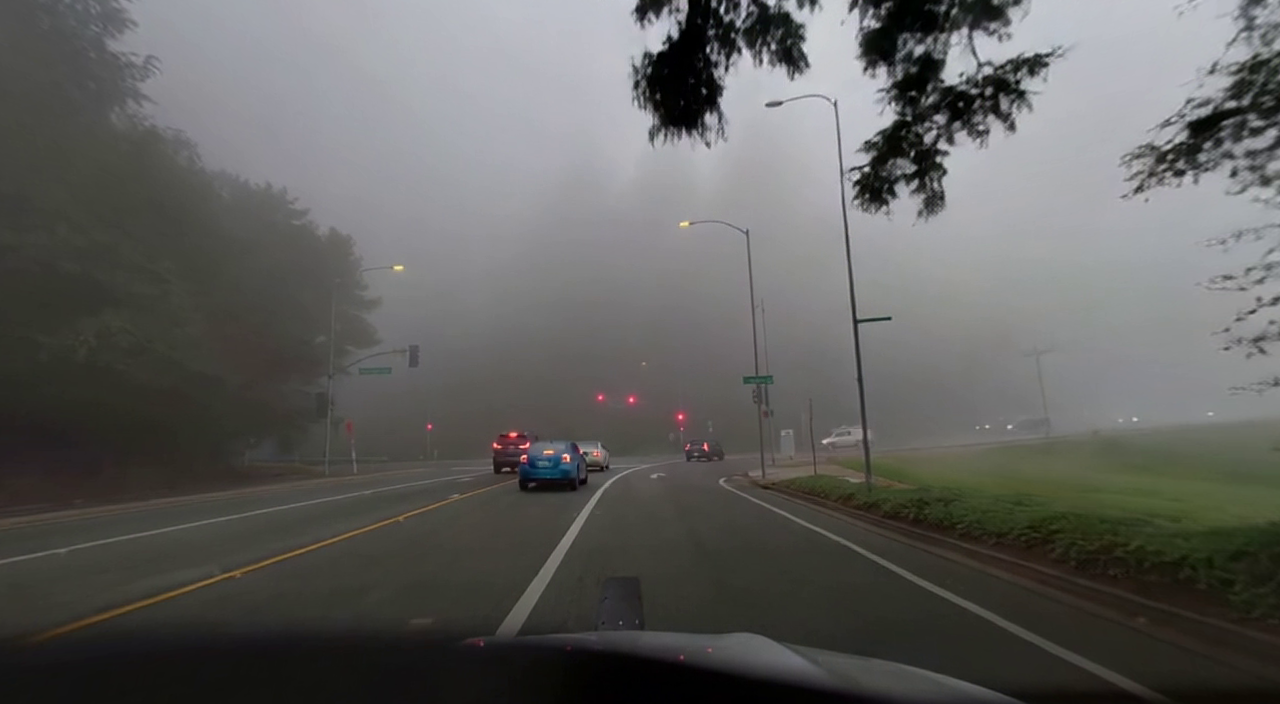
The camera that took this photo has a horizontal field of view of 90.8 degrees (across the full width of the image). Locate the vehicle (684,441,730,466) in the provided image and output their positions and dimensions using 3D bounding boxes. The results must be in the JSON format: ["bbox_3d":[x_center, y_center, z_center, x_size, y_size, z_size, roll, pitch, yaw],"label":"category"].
[{"bbox_3d":[4.049,6.020,37.665,1.945,1.410,4.284,-3,-9,17],"label":"vehicle"}]

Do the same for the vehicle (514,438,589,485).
[{"bbox_3d":[-2.966,3.786,22.079,1.979,1.492,3.930,0,-9,1],"label":"vehicle"}]

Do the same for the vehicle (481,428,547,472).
[{"bbox_3d":[-6.215,4.941,31.836,2.390,2.020,5.085,0,-9,-1],"label":"vehicle"}]
